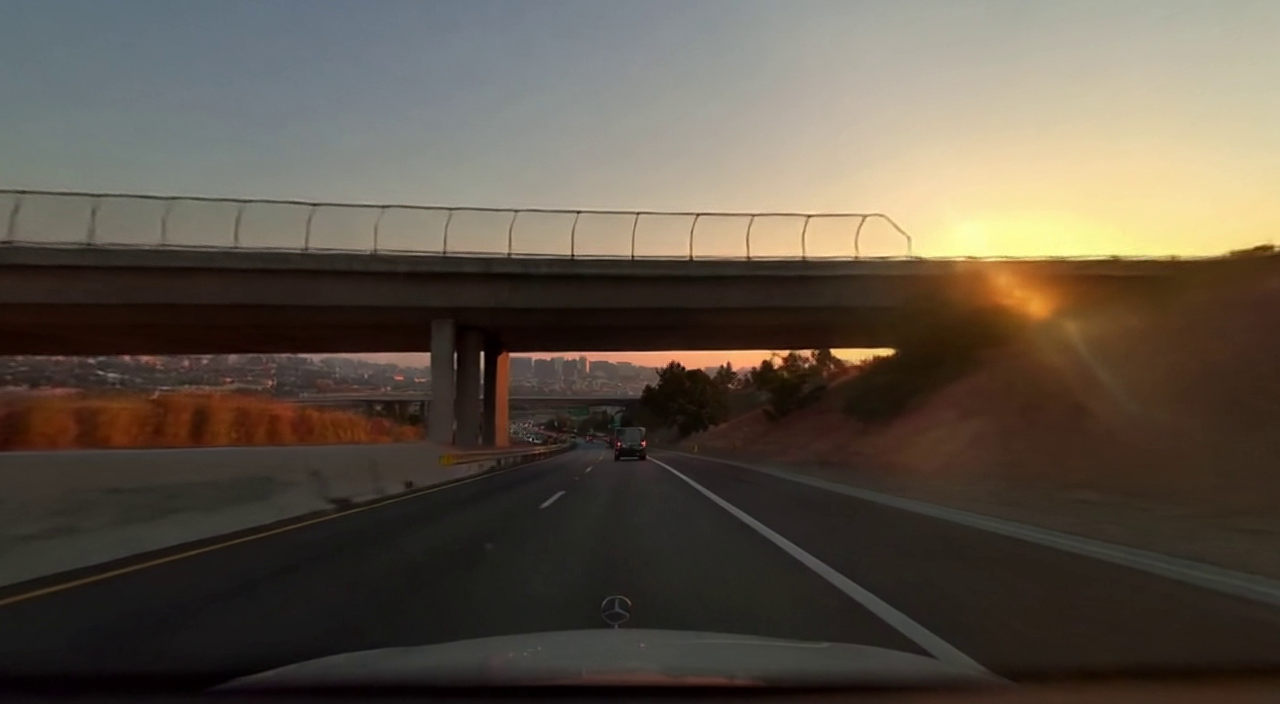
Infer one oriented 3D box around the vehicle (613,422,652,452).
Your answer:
[{"bbox_3d":[-0.529,5.238,38.660,2.157,1.647,4.524,0,-8,-3],"label":"vehicle"}]
